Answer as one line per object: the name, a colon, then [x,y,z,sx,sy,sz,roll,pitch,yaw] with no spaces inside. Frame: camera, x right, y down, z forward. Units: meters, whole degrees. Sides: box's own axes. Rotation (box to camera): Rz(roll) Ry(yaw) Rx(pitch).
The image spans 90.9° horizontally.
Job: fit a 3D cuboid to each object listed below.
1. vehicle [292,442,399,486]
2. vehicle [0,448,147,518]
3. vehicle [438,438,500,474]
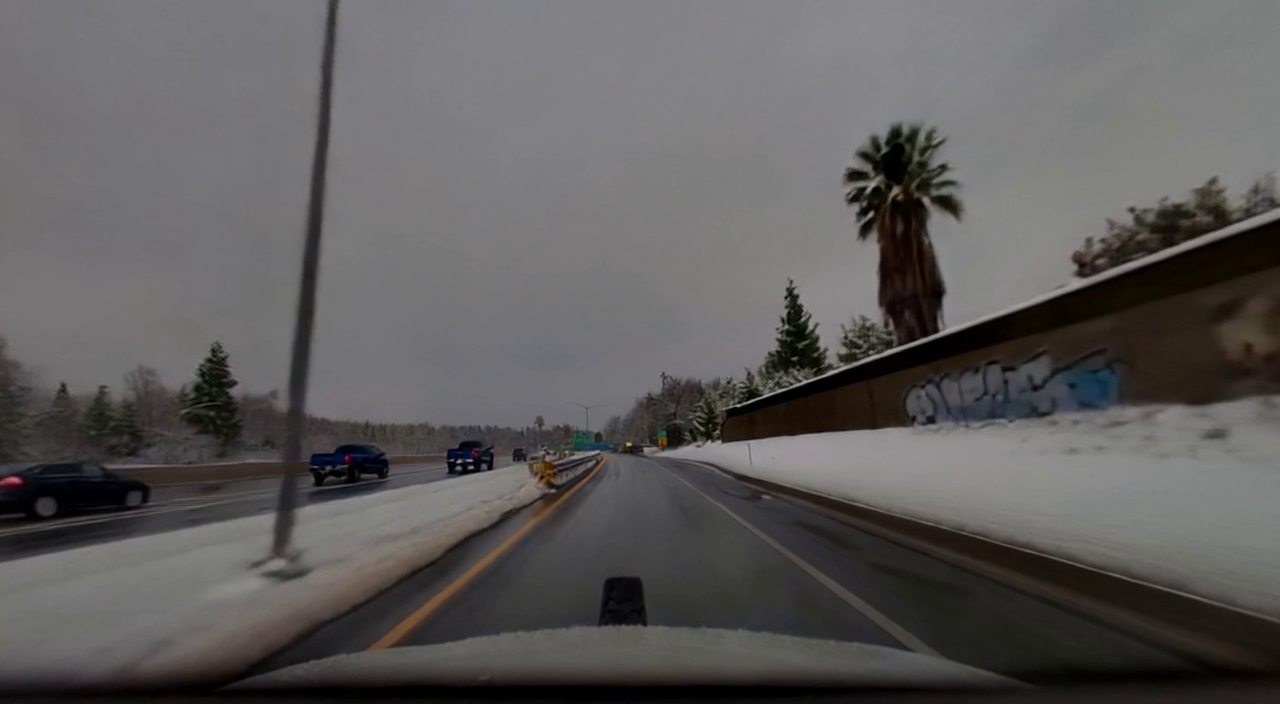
vehicle: [-13.931,5.322,30.402,2.272,1.882,5.941,0,-9,0]
vehicle: [-17.760,3.806,18.900,2.078,1.802,4.723,0,-9,0]
vehicle: [-10.463,6.400,39.040,2.342,1.999,5.594,0,-9,-1]
